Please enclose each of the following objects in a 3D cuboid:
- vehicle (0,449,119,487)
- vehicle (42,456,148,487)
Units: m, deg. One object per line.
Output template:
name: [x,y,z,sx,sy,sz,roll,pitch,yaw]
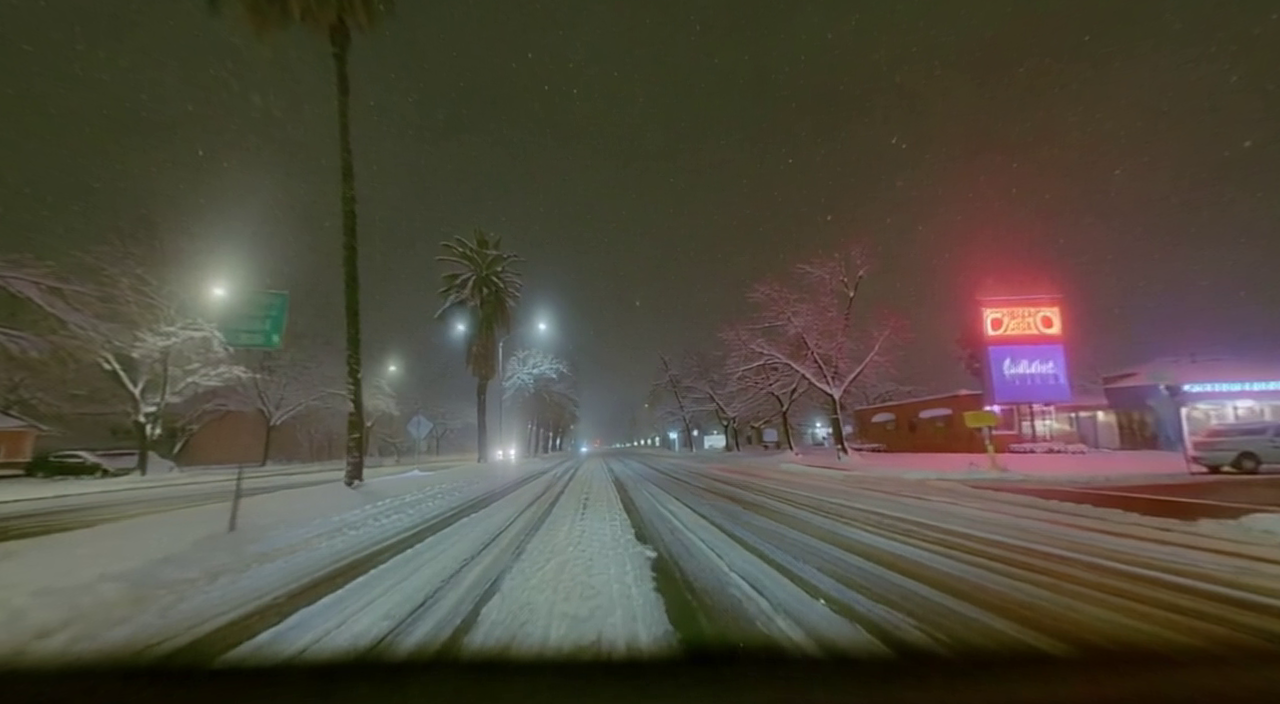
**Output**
vehicle: [-33.086,6.542,36.071,2.236,1.982,5.467,0,-9,-4]
vehicle: [-30.188,6.617,35.193,1.945,1.444,4.428,-4,-9,1]
